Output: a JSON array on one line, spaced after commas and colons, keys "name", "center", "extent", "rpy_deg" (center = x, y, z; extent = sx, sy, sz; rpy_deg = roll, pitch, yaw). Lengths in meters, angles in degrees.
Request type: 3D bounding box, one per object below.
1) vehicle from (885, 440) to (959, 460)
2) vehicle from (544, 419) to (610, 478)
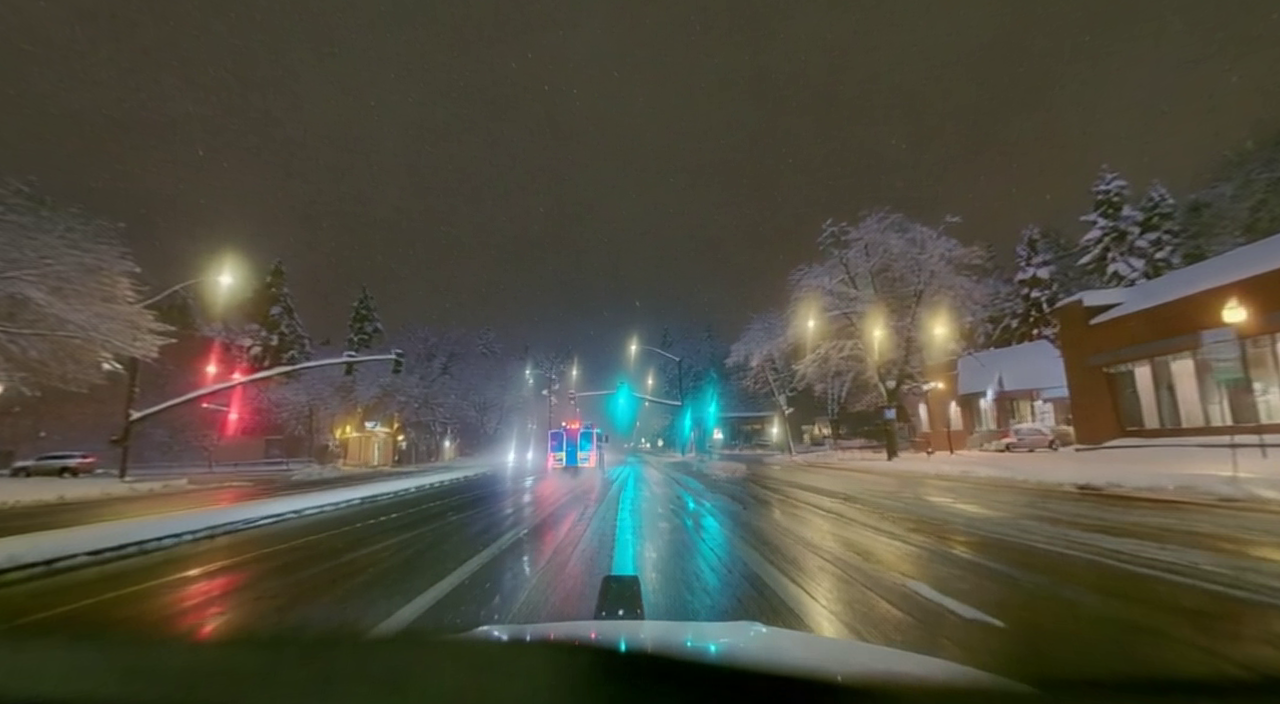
[{"name": "vehicle", "center": [21.911, 7.613, 49.206], "extent": [4.813, 1.476, 1.868], "rpy_deg": [0, -9, 1]}, {"name": "vehicle", "center": [-3.176, 5.066, 33.214], "extent": [2.633, 2.787, 5.796], "rpy_deg": [-1, -9, 2]}]
